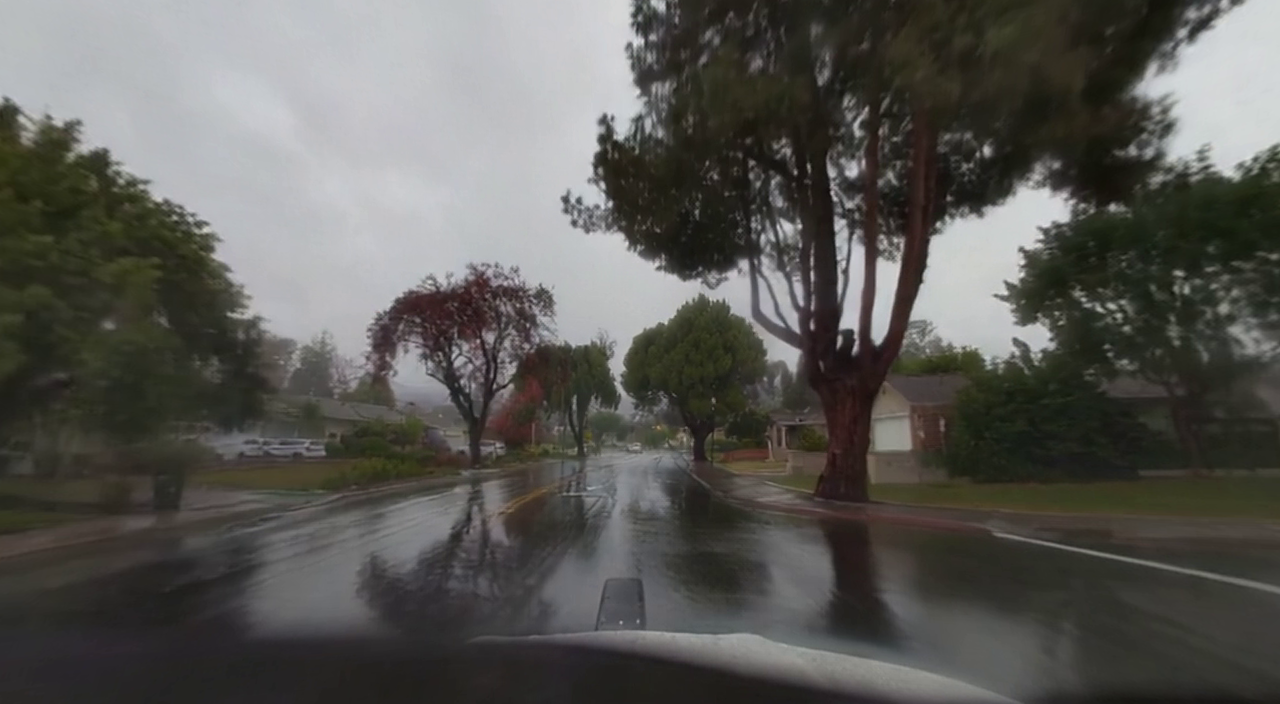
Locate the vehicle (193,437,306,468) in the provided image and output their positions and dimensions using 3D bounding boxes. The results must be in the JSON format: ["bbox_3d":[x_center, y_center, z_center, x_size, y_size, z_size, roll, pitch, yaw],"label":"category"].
[{"bbox_3d":[-19.648,5.088,31.970,4.373,1.464,1.917,2,-10,-13],"label":"vehicle"}]
